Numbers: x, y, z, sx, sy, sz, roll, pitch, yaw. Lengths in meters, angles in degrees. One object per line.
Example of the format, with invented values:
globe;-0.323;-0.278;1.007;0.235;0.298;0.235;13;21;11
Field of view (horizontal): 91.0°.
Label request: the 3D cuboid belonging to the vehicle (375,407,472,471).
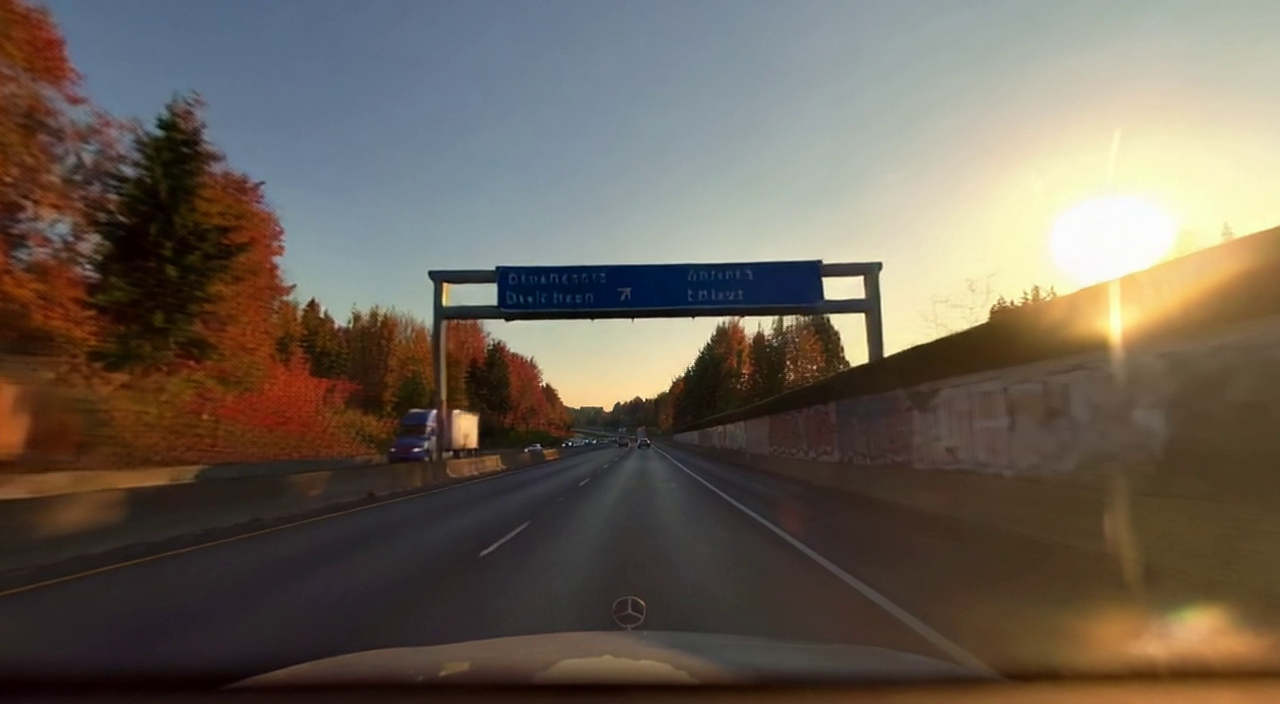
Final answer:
vehicle;-14.480;5.997;43.215;2.975;3.820;9.856;0;-8;1
